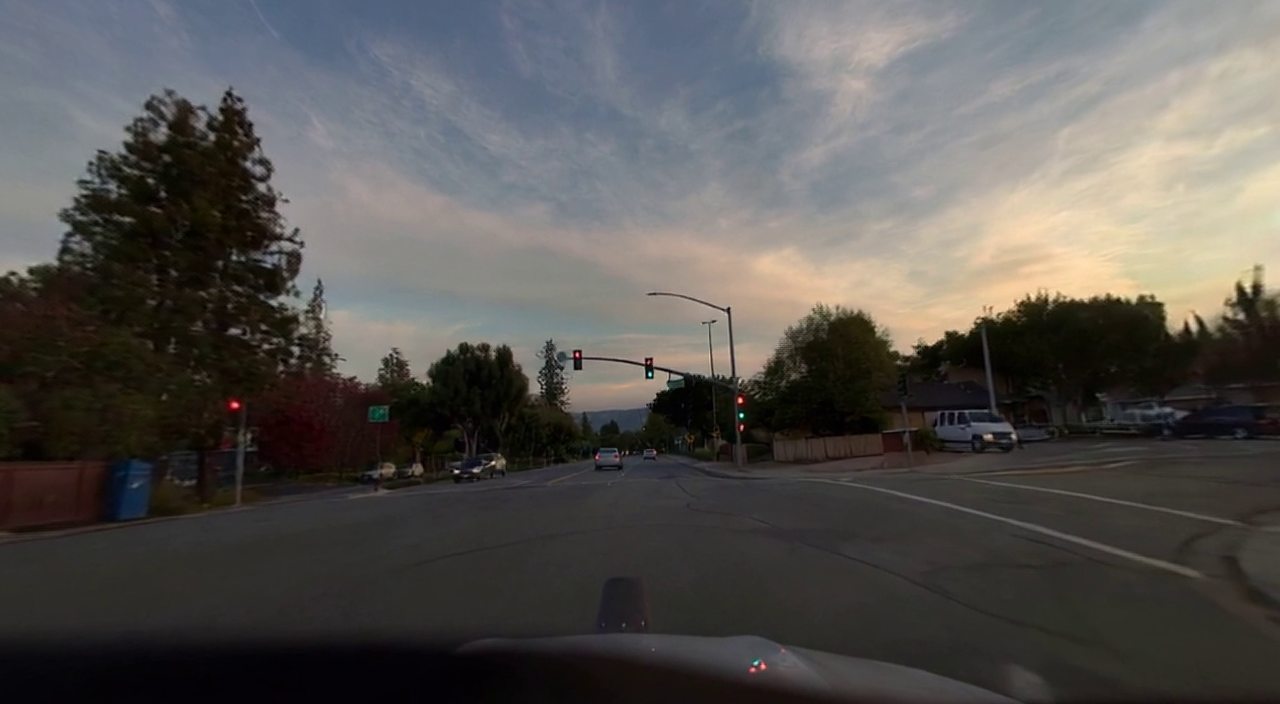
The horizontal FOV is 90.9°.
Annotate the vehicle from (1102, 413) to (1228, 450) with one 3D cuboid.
[{"bbox_3d":[25.705,3.874,31.121,1.833,1.486,4.890,-4,-5,-3],"label":"vehicle"}]

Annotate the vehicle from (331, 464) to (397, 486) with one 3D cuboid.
[{"bbox_3d":[-19.455,8.647,44.506,3.819,1.403,1.812,-1,-9,-1],"label":"vehicle"}]

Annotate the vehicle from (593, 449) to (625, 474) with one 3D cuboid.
[{"bbox_3d":[-2.314,8.183,47.411,2.084,1.701,4.734,-1,-9,1],"label":"vehicle"}]

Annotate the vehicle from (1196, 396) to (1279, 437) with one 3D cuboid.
[{"bbox_3d":[32.079,3.428,32.858,2.062,1.859,4.246,0,-9,-2],"label":"vehicle"}]

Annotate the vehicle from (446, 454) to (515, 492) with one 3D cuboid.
[{"bbox_3d":[-7.541,5.737,30.284,2.122,1.602,4.369,-1,-9,1],"label":"vehicle"}]

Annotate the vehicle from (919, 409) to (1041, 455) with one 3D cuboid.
[{"bbox_3d":[16.574,3.956,30.941,4.656,2.065,2.129,-2,-9,2],"label":"vehicle"}]

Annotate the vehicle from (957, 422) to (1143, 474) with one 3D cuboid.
[{"bbox_3d":[13.095,3.103,20.325,4.665,1.498,1.866,-1,-9,-3],"label":"vehicle"}]
